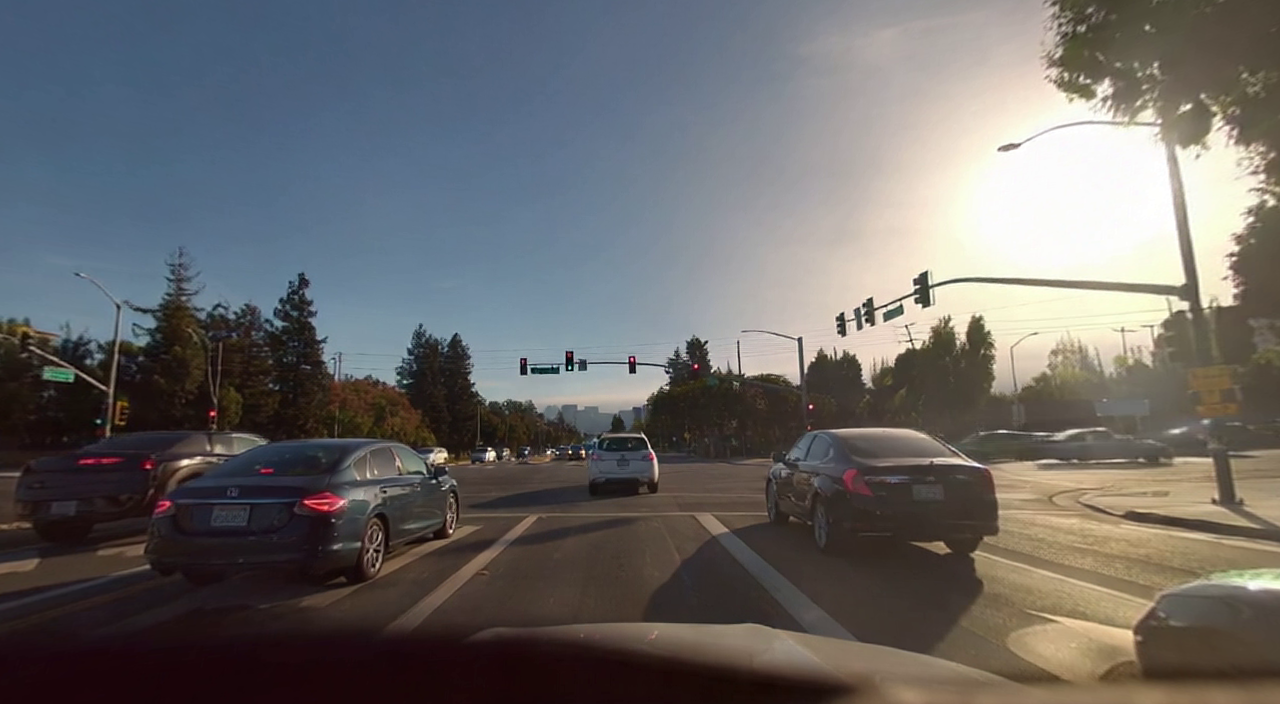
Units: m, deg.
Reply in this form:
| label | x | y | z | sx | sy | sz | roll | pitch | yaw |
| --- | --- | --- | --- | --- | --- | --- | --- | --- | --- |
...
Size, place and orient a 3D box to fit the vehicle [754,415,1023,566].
| label | x | y | z | sx | sy | sz | roll | pitch | yaw |
| --- | --- | --- | --- | --- | --- | --- | --- | --- | --- |
| vehicle | 3.265 | 1.910 | 9.523 | 2.097 | 1.707 | 4.461 | 0 | -8 | -2 |

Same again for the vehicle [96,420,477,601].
| label | x | y | z | sx | sy | sz | roll | pitch | yaw |
| --- | --- | --- | --- | --- | --- | --- | --- | --- | --- |
| vehicle | -3.524 | 1.648 | 7.507 | 1.941 | 1.492 | 4.399 | 0 | -8 | 1 |

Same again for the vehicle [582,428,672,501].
| label | x | y | z | sx | sy | sz | roll | pitch | yaw |
| --- | --- | --- | --- | --- | --- | --- | --- | --- | --- |
| vehicle | -0.319 | 3.063 | 17.542 | 2.215 | 1.749 | 3.976 | 0 | -8 | 0 |

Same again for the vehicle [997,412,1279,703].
| label | x | y | z | sx | sy | sz | roll | pitch | yaw |
| --- | --- | --- | --- | --- | --- | --- | --- | --- | --- |
| vehicle | 3.217 | 0.867 | 1.677 | 1.960 | 1.460 | 4.233 | 0 | -8 | -1 |
